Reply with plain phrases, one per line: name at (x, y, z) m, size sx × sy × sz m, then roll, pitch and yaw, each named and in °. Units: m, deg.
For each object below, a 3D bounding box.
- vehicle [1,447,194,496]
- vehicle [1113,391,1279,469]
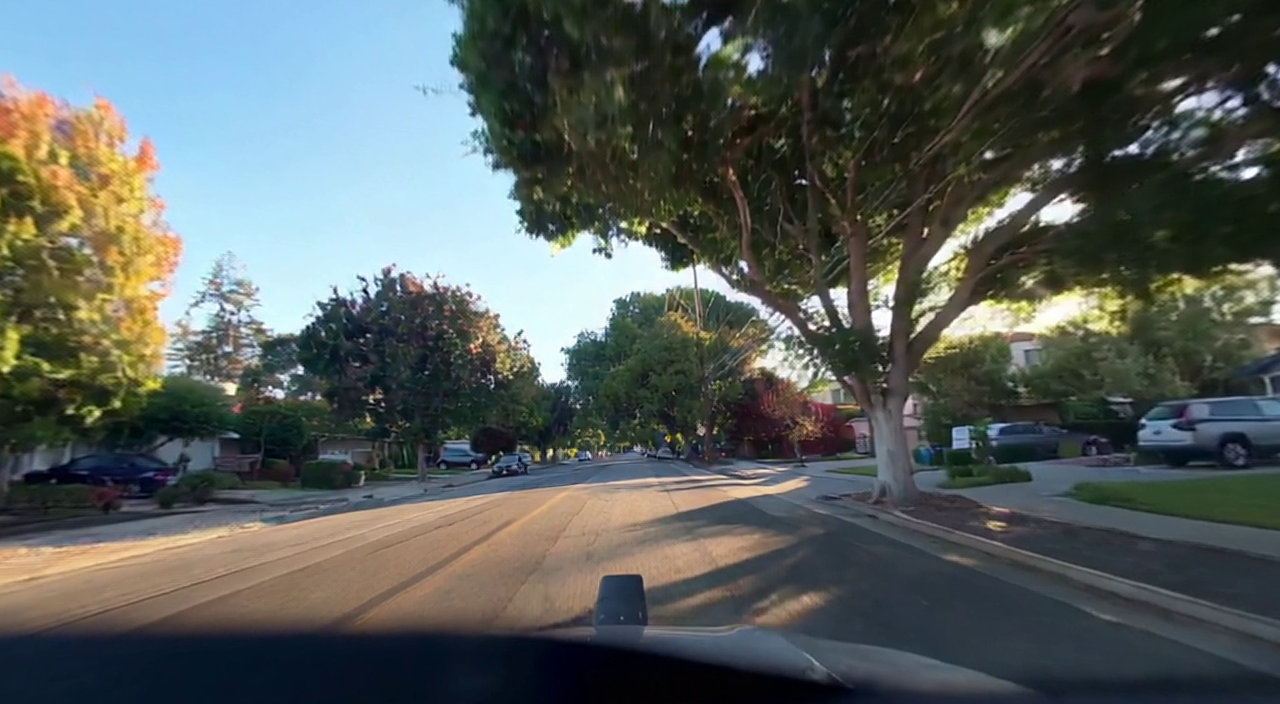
vehicle at (-17.591, 3.833, 20.677) m, size 4.519 × 1.426 × 1.903 m, roll 8°, pitch -12°, yaw -43°
vehicle at (14.628, 1.929, 15.446) m, size 4.672 × 1.732 × 2.020 m, roll 1°, pitch -9°, yaw -7°
